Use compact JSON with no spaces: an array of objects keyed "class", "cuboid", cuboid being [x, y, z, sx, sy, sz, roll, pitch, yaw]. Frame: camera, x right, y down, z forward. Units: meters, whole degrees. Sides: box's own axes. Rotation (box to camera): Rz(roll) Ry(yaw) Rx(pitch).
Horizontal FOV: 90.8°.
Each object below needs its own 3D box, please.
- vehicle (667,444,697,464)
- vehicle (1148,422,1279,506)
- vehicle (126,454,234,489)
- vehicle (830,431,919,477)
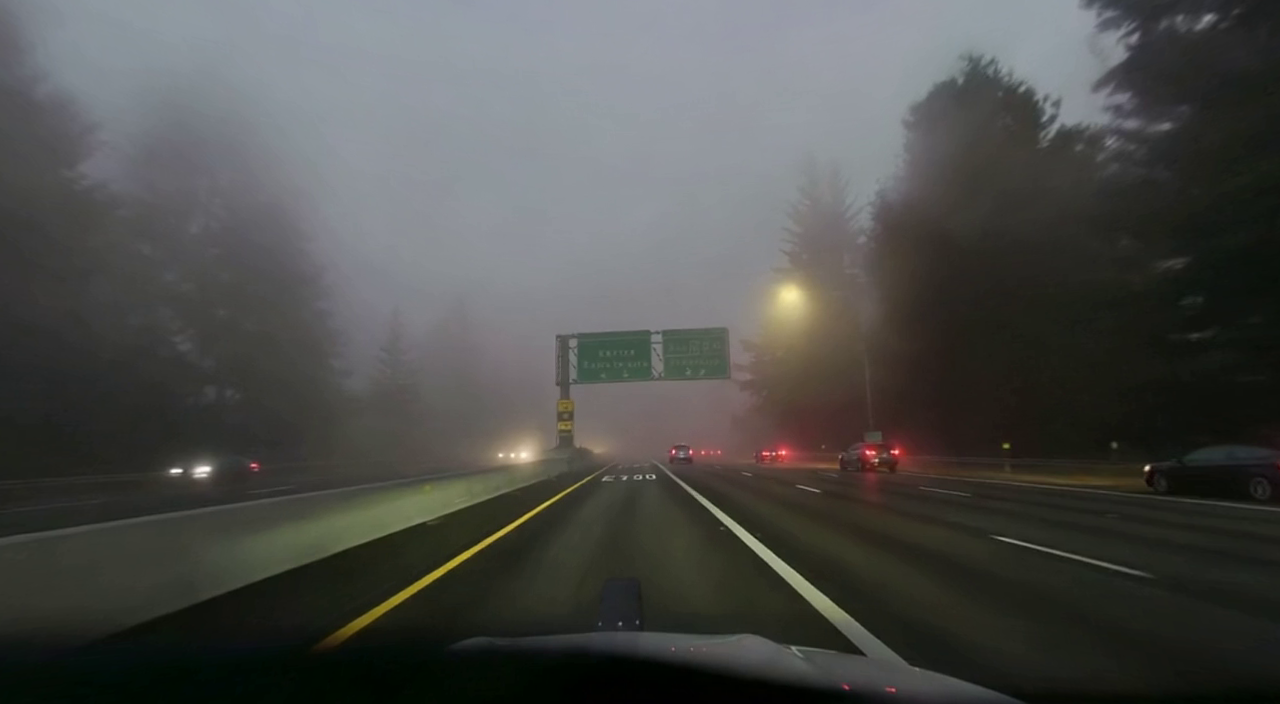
[{"class":"vehicle","cuboid":[3.211,7.937,49.274,1.956,1.462,4.397,0,-9,-1]},{"class":"vehicle","cuboid":[14.167,2.467,14.083,1.957,1.709,4.387,0,-9,-1]},{"class":"vehicle","cuboid":[-22.356,5.797,30.998,1.866,1.526,4.669,0,-9,-2]},{"class":"vehicle","cuboid":[10.129,4.458,27.703,2.098,1.820,4.505,0,-9,-1]}]
